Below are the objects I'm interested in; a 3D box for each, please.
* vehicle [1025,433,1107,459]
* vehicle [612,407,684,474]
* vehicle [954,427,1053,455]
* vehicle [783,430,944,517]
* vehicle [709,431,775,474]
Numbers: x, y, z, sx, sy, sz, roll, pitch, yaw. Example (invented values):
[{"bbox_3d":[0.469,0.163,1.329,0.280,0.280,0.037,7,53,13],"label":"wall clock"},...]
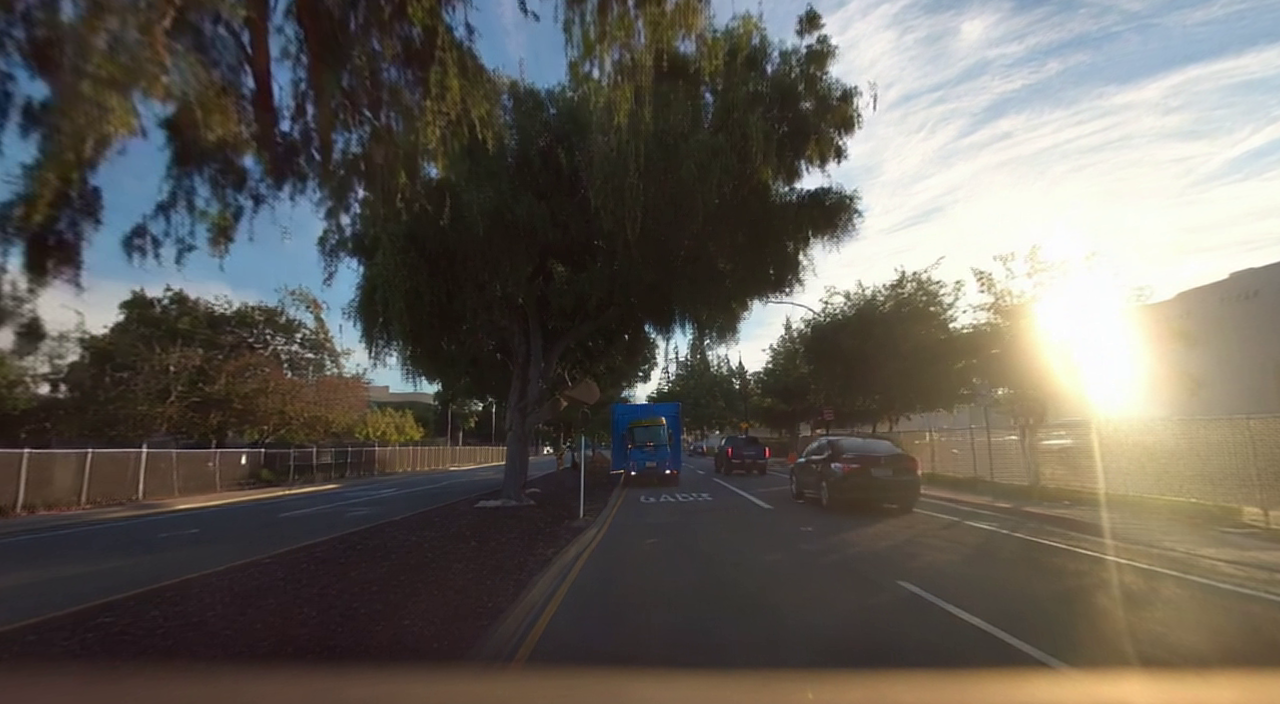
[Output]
[{"bbox_3d":[22.920,5.070,33.958,3.251,1.321,1.555,0,-8,-1],"label":"vehicle"},{"bbox_3d":[0.465,4.452,31.668,3.197,2.963,7.055,0,-8,2],"label":"vehicle"},{"bbox_3d":[22.838,5.635,39.735,4.995,1.543,1.899,-2,-10,1],"label":"vehicle"},{"bbox_3d":[4.679,2.591,13.975,2.001,1.621,4.208,0,-8,0],"label":"vehicle"},{"bbox_3d":[4.784,4.813,30.346,2.375,1.857,5.100,0,-8,0],"label":"vehicle"}]
